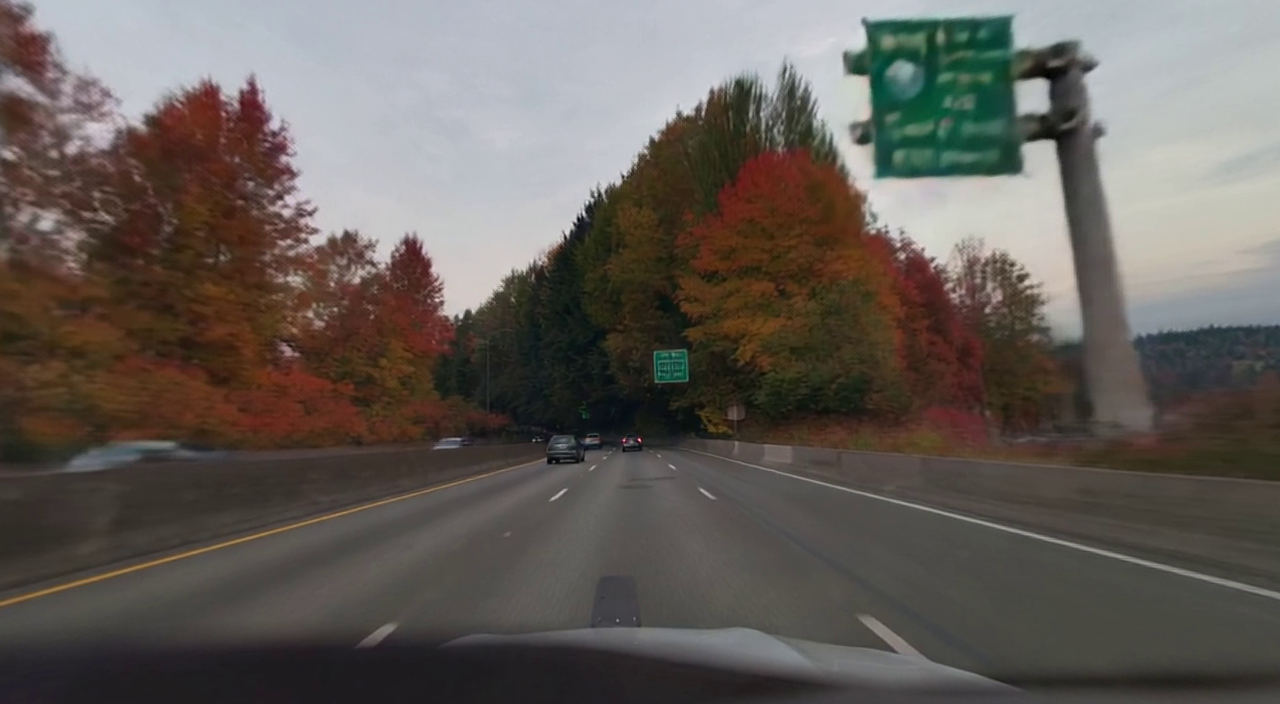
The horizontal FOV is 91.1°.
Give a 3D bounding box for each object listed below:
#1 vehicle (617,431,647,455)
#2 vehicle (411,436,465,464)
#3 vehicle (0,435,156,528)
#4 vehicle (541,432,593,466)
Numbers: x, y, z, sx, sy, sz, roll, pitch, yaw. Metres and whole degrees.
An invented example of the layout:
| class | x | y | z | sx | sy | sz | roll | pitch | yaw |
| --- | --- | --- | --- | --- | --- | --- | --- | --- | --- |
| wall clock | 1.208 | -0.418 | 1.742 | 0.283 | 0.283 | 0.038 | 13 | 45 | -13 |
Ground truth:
| class | x | y | z | sx | sy | sz | roll | pitch | yaw |
| --- | --- | --- | --- | --- | --- | --- | --- | --- | --- |
| vehicle | -0.548 | 6.544 | 45.176 | 2.054 | 1.609 | 3.859 | 0 | -8 | -1 |
| vehicle | -12.173 | 5.913 | 38.201 | 1.888 | 1.556 | 4.136 | 0 | -8 | 0 |
| vehicle | -11.728 | 2.366 | 11.894 | 1.872 | 1.550 | 4.089 | 0 | -8 | 0 |
| vehicle | -3.469 | 4.679 | 30.578 | 1.989 | 1.497 | 4.645 | 0 | -8 | 0 |
